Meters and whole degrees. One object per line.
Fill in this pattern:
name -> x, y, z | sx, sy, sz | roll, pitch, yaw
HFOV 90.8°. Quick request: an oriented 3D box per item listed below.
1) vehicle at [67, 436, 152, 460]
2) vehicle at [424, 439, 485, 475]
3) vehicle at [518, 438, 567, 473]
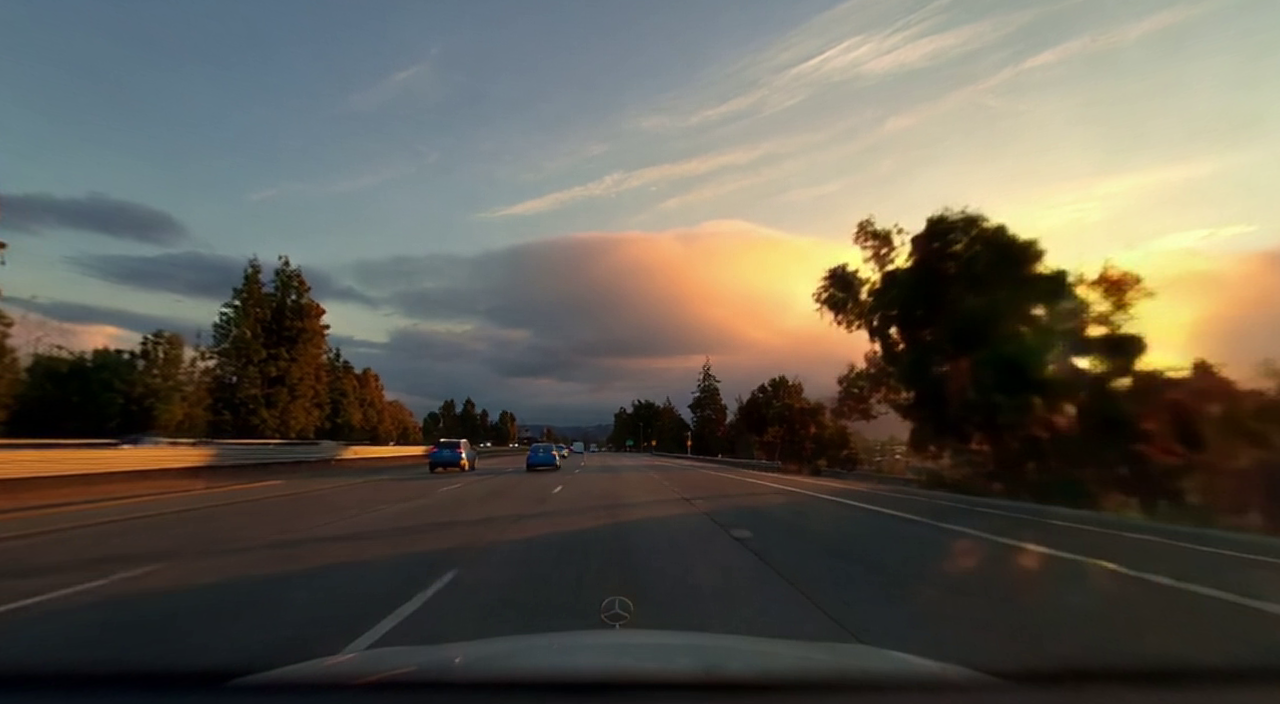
vehicle -> -34.733, 6.317, 41.562 | 1.944, 1.478, 4.464 | 0, -9, -5
vehicle -> -9.420, 5.369, 32.486 | 2.016, 1.711, 4.365 | 0, -9, -3
vehicle -> -5.276, 5.687, 34.792 | 2.146, 1.766, 4.502 | 0, -9, -3
